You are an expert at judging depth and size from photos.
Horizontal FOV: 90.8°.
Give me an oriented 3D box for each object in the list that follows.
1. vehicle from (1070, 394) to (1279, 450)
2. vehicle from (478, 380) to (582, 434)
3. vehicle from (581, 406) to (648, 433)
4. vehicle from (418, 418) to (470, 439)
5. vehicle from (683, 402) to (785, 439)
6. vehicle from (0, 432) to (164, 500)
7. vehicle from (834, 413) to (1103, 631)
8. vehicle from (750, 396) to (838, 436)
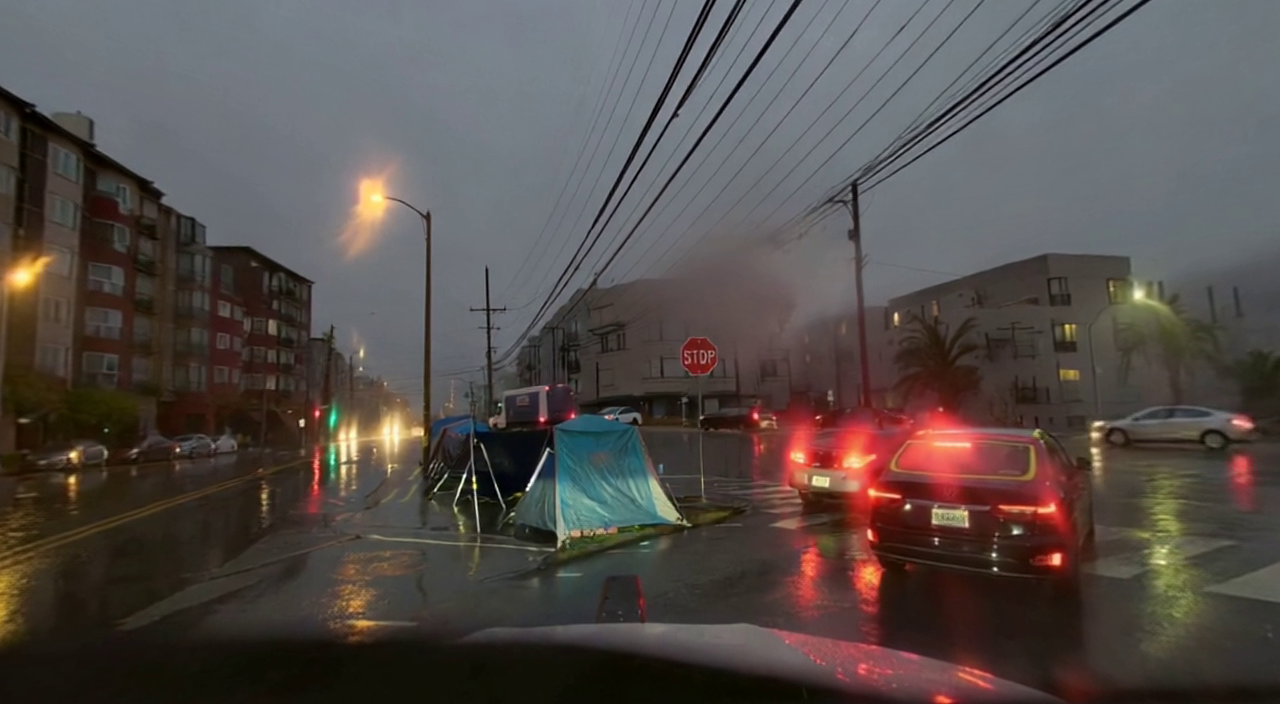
[{"bbox_3d":[16.022,2.206,19.149,4.569,1.487,1.999,-8,-11,41],"label":"vehicle"},{"bbox_3d":[-7.106,3.641,40.180,7.172,3.075,2.584,-7,-10,41],"label":"vehicle"},{"bbox_3d":[-1.642,4.285,39.768,1.790,1.468,4.422,8,-11,-42],"label":"vehicle"},{"bbox_3d":[-15.344,6.016,49.358,2.089,1.506,4.641,7,-11,-41],"label":"vehicle"},{"bbox_3d":[4.297,3.234,29.313,4.363,1.511,1.838,-8,-11,43],"label":"vehicle"},{"bbox_3d":[-17.190,3.487,19.852,2.054,1.800,5.212,3,-9,-21],"label":"vehicle"},{"bbox_3d":[3.824,1.632,7.153,1.945,1.647,4.160,-6,-10,33],"label":"vehicle"},{"bbox_3d":[8.250,3.525,34.058,1.805,1.694,4.214,12,-17,-43],"label":"vehicle"}]
